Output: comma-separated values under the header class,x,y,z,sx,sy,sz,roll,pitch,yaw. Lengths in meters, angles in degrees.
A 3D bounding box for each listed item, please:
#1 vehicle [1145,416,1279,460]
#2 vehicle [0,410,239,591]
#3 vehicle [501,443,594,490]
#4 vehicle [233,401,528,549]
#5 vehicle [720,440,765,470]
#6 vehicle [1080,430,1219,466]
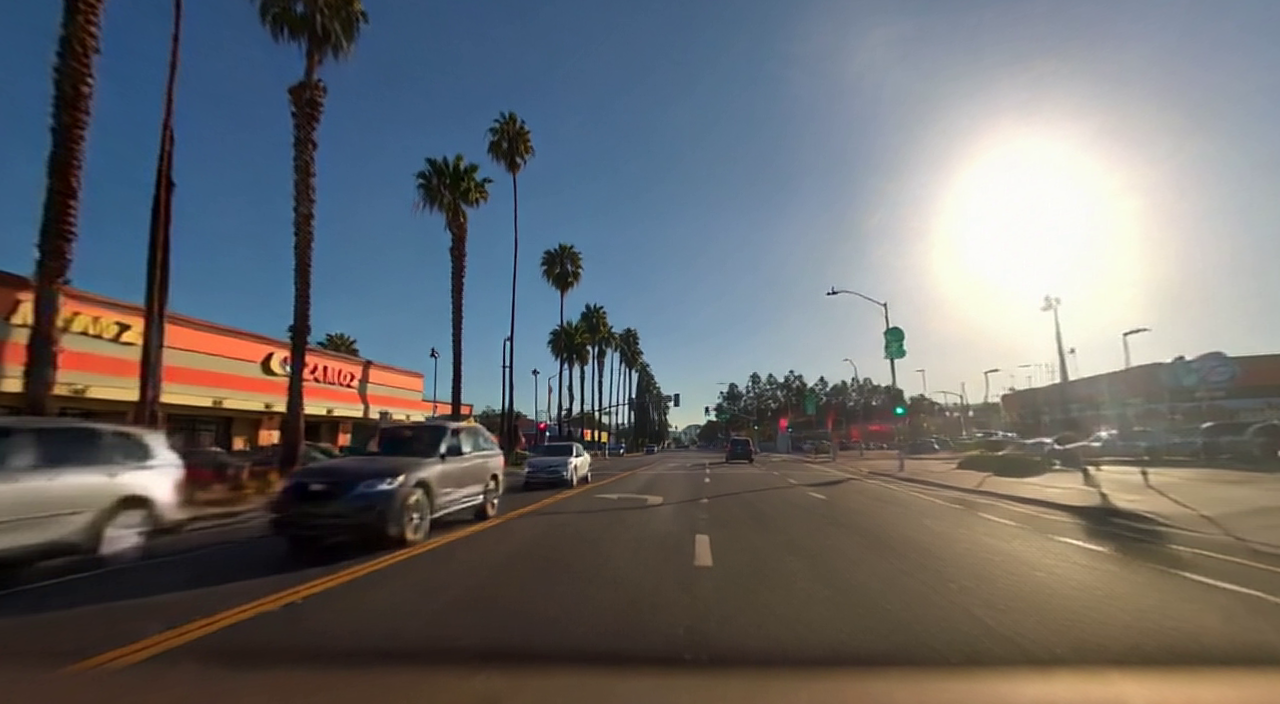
class,x,y,z,sx,sy,sz,roll,pitch,yaw
vehicle,27.703,4.129,30.017,2.308,1.868,4.999,4,-9,-23
vehicle,-8.174,1.727,7.556,2.328,1.976,5.915,-1,-9,7
vehicle,-3.133,4.008,22.498,2.090,1.489,4.909,-1,-9,6
vehicle,-4.103,2.109,11.518,2.551,1.995,5.615,-1,-9,6
vehicle,5.438,5.510,33.851,2.065,1.507,4.225,-1,-9,6
vehicle,24.215,4.574,30.146,2.028,1.556,4.625,4,-9,-26
